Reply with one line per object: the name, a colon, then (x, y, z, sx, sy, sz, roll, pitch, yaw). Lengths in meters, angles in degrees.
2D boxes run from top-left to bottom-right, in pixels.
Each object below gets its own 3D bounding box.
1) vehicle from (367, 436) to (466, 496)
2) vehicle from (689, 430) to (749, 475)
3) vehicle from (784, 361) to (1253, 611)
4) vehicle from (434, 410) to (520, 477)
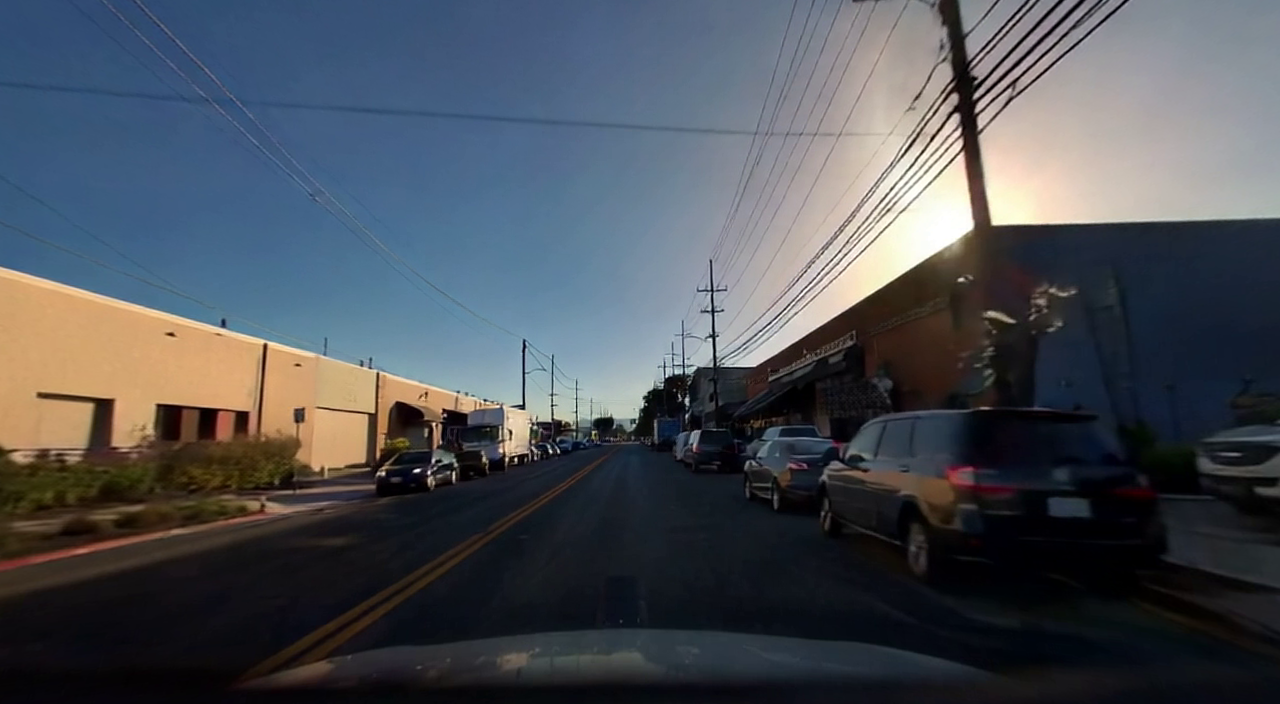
vehicle: (-7.992, 4.107, 23.055, 2.123, 1.802, 4.486, -4, -9, -3)
vehicle: (3.503, 4.554, 28.851, 2.026, 1.857, 4.699, 0, -8, -1)
vehicle: (3.662, 1.501, 8.062, 2.333, 1.967, 6.008, 0, -8, 1)
vehicle: (-8.352, 4.827, 33.352, 2.832, 3.101, 7.143, -1, -8, -1)
